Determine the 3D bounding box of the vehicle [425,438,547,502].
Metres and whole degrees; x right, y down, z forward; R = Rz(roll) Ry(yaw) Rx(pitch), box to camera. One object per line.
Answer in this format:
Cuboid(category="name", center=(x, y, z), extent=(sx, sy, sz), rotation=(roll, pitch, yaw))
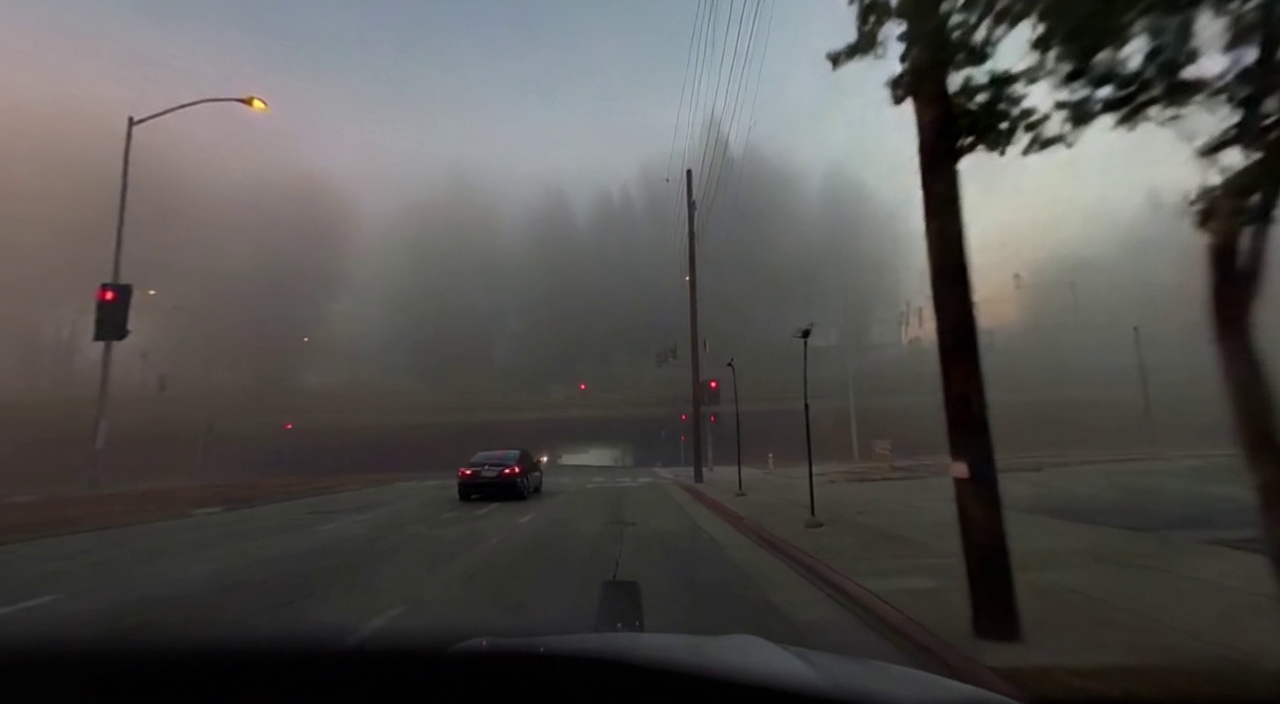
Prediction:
Cuboid(category="vehicle", center=(-3.920, 3.104, 17.001), extent=(2.154, 1.465, 4.532), rotation=(0, -9, 0))
